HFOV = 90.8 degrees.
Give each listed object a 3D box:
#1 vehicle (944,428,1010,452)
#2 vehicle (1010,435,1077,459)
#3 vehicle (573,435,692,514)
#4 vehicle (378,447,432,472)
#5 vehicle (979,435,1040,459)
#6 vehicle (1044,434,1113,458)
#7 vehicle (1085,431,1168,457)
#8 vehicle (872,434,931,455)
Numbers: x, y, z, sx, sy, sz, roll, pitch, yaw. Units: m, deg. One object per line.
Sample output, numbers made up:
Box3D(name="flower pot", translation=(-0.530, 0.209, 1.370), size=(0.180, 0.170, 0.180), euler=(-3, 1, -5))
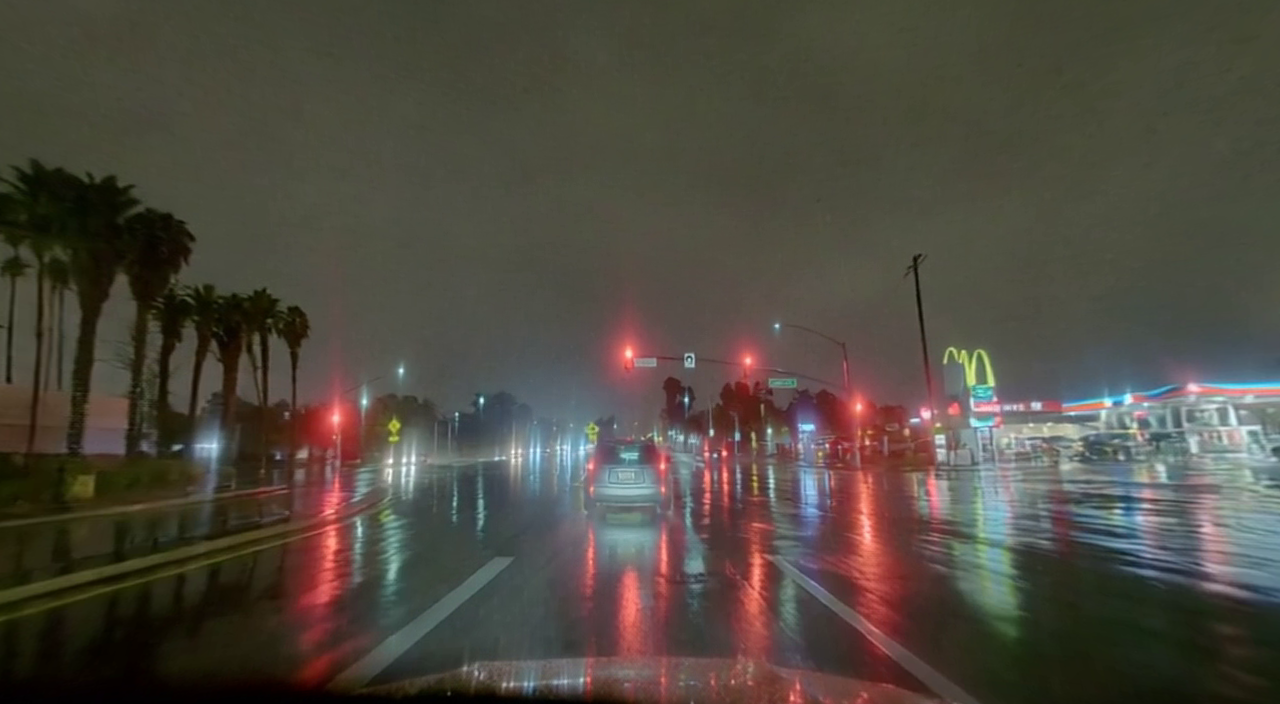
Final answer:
Box3D(name="vehicle", translation=(24.716, 6.487, 46.417), size=(3.783, 1.560, 1.853), euler=(-4, -10, 13))
Box3D(name="vehicle", translation=(26.471, 6.231, 41.610), size=(1.923, 1.501, 3.849), euler=(0, -8, 2))
Box3D(name="vehicle", translation=(-0.146, 2.678, 14.390), size=(2.270, 1.475, 4.571), euler=(0, -8, 0))
Box3D(name="vehicle", translation=(-15.478, 7.102, 41.868), size=(1.896, 1.508, 4.659), euler=(0, -8, -1))
Box3D(name="vehicle", translation=(24.408, 6.283, 41.850), size=(1.738, 1.462, 3.609), euler=(0, -8, -1))
Box3D(name="vehicle", translation=(28.941, 6.226, 41.838), size=(1.848, 1.467, 3.941), euler=(-1, -8, 3))
Box3D(name="vehicle", translation=(31.930, 6.076, 41.643), size=(1.903, 1.630, 4.320), euler=(0, -8, -2))
Box3D(name="vehicle", translation=(19.682, 6.984, 47.647), size=(3.833, 1.495, 1.892), euler=(-2, -9, 15))
